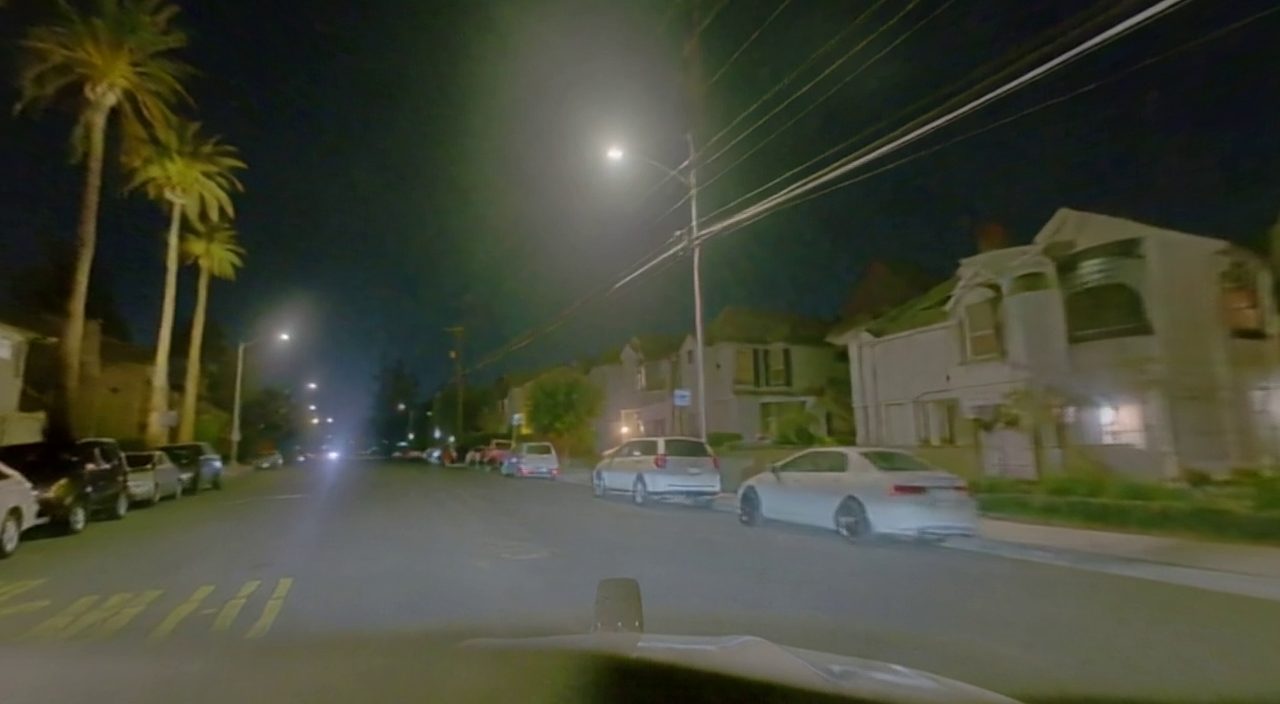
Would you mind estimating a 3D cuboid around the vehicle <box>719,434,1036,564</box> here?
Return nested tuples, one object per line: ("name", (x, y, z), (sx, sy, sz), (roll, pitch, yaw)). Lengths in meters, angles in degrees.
("vehicle", (3.137, 1.988, 9.502), (1.786, 1.437, 4.448), (3, -9, -24))

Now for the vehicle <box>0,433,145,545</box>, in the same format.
("vehicle", (-11.064, 2.416, 11.814), (1.919, 1.678, 4.385), (0, -6, -26))

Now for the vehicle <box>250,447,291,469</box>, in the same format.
("vehicle", (-27.172, 7.755, 46.571), (2.013, 1.483, 4.645), (3, -9, -23))

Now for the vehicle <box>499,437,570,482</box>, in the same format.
("vehicle", (-4.494, 4.419, 26.407), (1.894, 1.675, 4.294), (3, -9, -23))

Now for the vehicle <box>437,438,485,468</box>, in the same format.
("vehicle", (-11.912, 6.622, 41.809), (2.115, 1.826, 4.871), (4, -9, -26))

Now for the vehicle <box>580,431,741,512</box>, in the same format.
("vehicle", (0.300, 2.771, 15.299), (1.943, 1.623, 4.471), (4, -9, -27))
